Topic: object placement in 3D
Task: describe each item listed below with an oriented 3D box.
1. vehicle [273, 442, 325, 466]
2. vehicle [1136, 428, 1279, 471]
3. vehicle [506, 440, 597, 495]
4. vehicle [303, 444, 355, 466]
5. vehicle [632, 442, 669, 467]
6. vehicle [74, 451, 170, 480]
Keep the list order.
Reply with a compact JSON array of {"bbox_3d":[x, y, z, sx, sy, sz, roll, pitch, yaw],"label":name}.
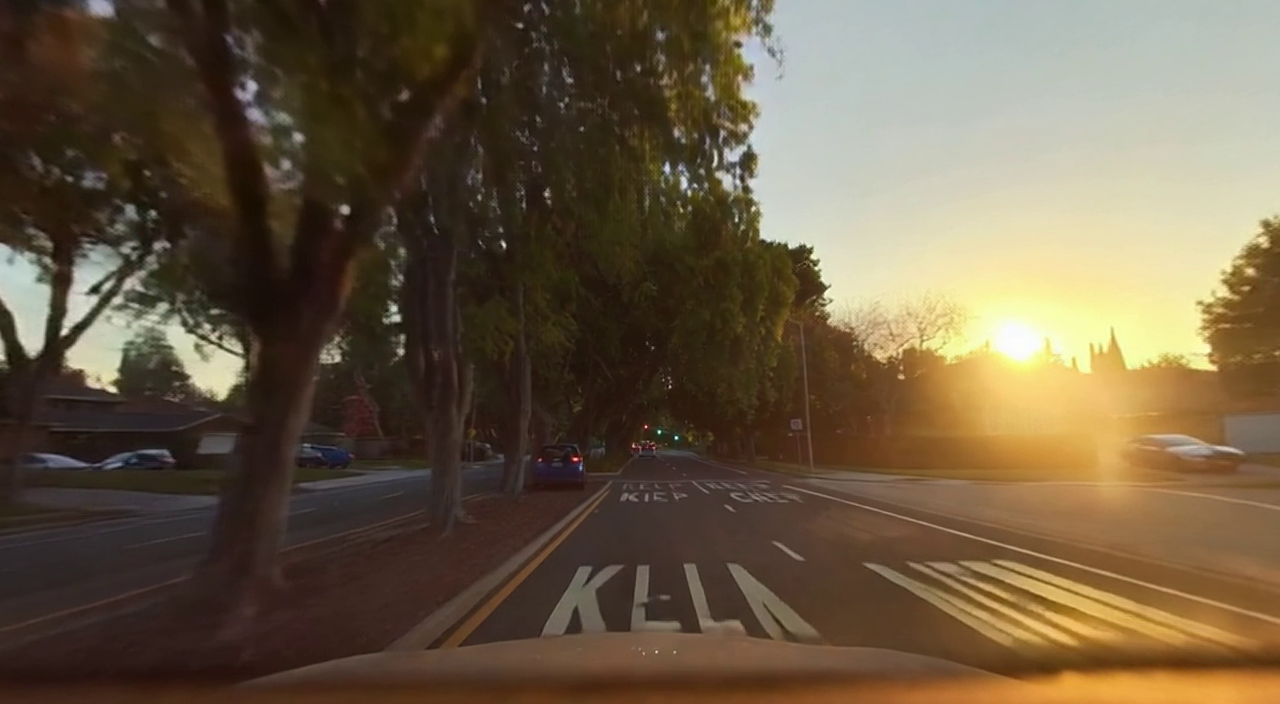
[{"bbox_3d":[-25.756,7.712,47.749,1.919,1.701,3.695,0,-8,-2],"label":"vehicle"},{"bbox_3d":[22.787,3.887,25.167,4.318,1.601,1.975,0,-8,-3],"label":"vehicle"},{"bbox_3d":[-2.591,3.525,19.752,2.158,1.469,4.909,0,-8,0],"label":"vehicle"},{"bbox_3d":[-23.266,7.700,47.318,1.894,1.508,3.783,0,-8,0],"label":"vehicle"},{"bbox_3d":[0.653,6.629,40.917,2.226,1.505,4.128,0,-8,0],"label":"vehicle"},{"bbox_3d":[-28.682,6.264,35.086,1.961,1.470,3.811,0,-8,3],"label":"vehicle"}]
